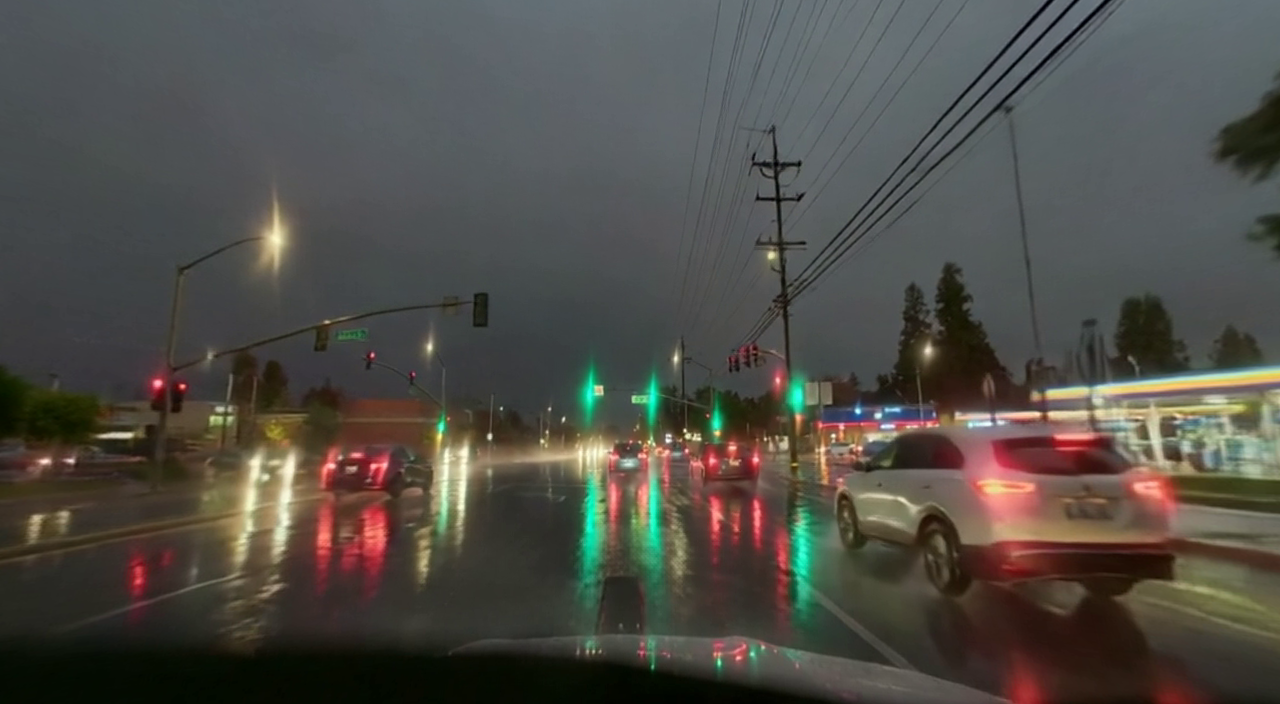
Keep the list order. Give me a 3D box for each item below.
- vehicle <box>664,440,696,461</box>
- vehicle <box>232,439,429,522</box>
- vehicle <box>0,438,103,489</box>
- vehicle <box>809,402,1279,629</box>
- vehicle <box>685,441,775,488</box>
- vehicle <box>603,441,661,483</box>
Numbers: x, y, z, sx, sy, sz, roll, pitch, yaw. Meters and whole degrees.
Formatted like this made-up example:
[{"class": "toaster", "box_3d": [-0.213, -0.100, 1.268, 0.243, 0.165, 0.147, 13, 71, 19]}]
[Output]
[{"class": "vehicle", "box_3d": [2.943, 7.355, 47.089, 1.971, 1.477, 4.121, 0, -9, -2]}, {"class": "vehicle", "box_3d": [-6.315, 2.642, 13.572, 2.075, 1.470, 4.190, 0, -9, 1]}, {"class": "vehicle", "box_3d": [-30.336, 5.277, 30.004, 6.968, 2.250, 2.605, 0, -9, -3]}, {"class": "vehicle", "box_3d": [3.800, 1.567, 7.104, 2.452, 1.682, 4.565, 0, -9, -1]}, {"class": "vehicle", "box_3d": [2.927, 3.804, 21.719, 2.208, 1.436, 4.542, 0, -9, -3]}, {"class": "vehicle", "box_3d": [-0.333, 4.214, 24.545, 2.065, 1.484, 3.894, 0, -9, -1]}]
